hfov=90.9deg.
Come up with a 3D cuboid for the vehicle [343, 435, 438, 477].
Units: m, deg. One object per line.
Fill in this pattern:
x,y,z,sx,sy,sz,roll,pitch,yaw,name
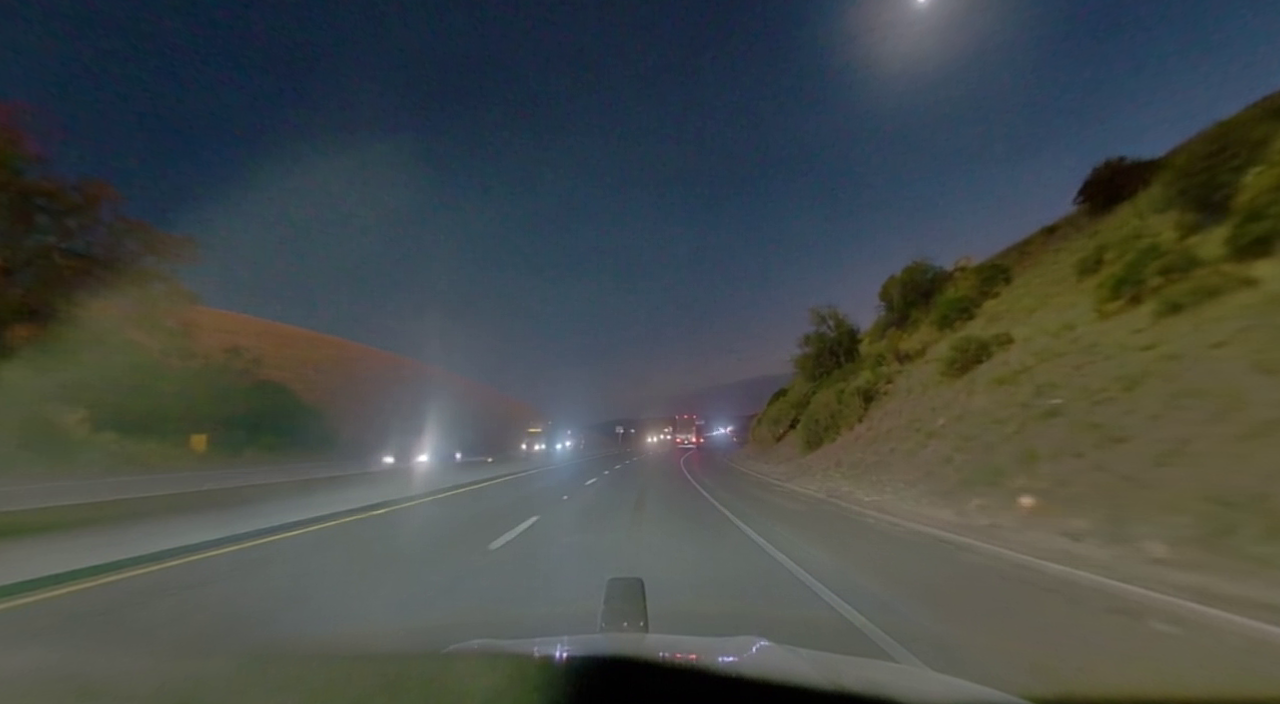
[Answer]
-10.185,4.289,26.222,1.982,1.545,4.715,0,-9,1,vehicle
